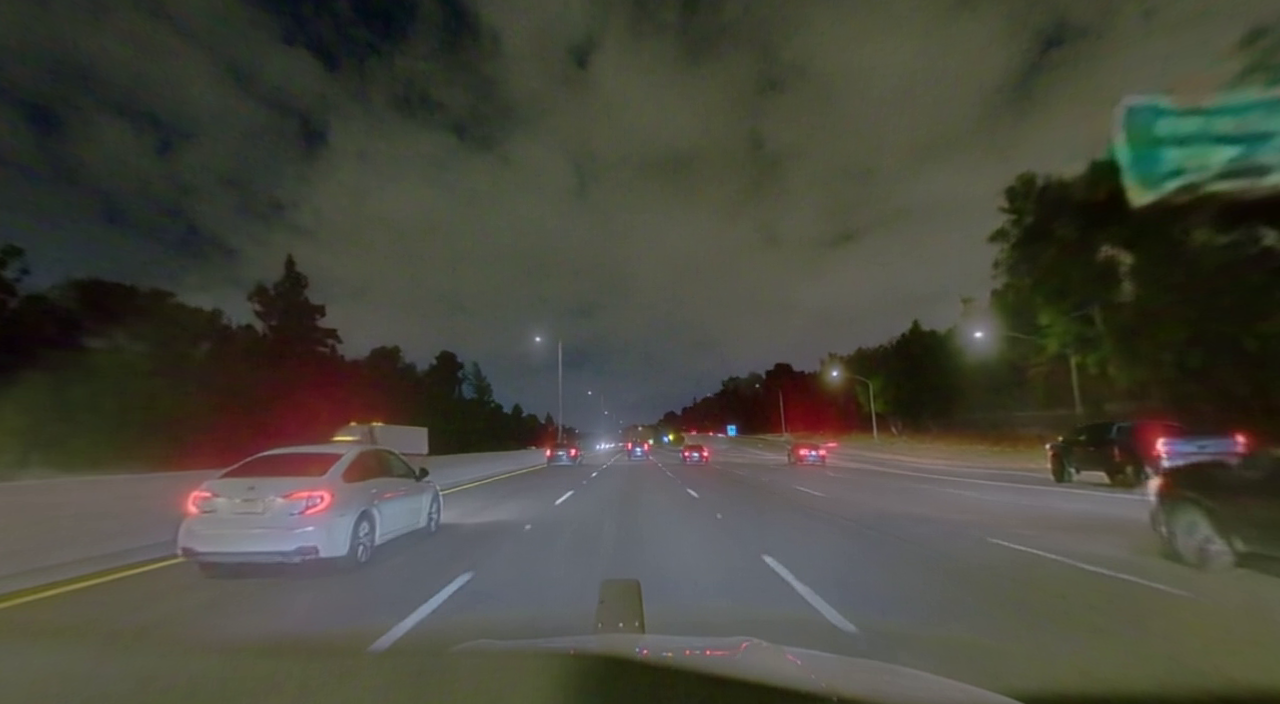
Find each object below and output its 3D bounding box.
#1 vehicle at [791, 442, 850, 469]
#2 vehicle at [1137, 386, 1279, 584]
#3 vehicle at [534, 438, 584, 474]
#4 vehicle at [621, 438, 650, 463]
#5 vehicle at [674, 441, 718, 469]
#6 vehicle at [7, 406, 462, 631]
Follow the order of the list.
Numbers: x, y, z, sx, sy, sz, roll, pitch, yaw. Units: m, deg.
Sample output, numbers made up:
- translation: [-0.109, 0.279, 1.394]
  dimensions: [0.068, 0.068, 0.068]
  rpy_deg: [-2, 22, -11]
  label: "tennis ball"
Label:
- translation: [9.633, 5.561, 34.083]
  dimensions: [1.910, 1.384, 3.867]
  rpy_deg: [0, -8, -2]
  label: "vehicle"
- translation: [6.488, 0.974, 4.412]
  dimensions: [2.105, 1.655, 4.652]
  rpy_deg: [0, -8, -2]
  label: "vehicle"
- translation: [-4.028, 5.261, 32.141]
  dimensions: [1.992, 1.651, 4.185]
  rpy_deg: [0, -8, 0]
  label: "vehicle"
- translation: [-0.380, 7.667, 49.311]
  dimensions: [2.192, 1.813, 4.864]
  rpy_deg: [0, -8, -1]
  label: "vehicle"
- translation: [3.153, 5.944, 36.624]
  dimensions: [2.007, 1.469, 4.337]
  rpy_deg: [0, -8, -2]
  label: "vehicle"
- translation: [-3.643, 1.567, 6.954]
  dimensions: [2.119, 1.654, 4.353]
  rpy_deg: [0, -8, 0]
  label: "vehicle"
